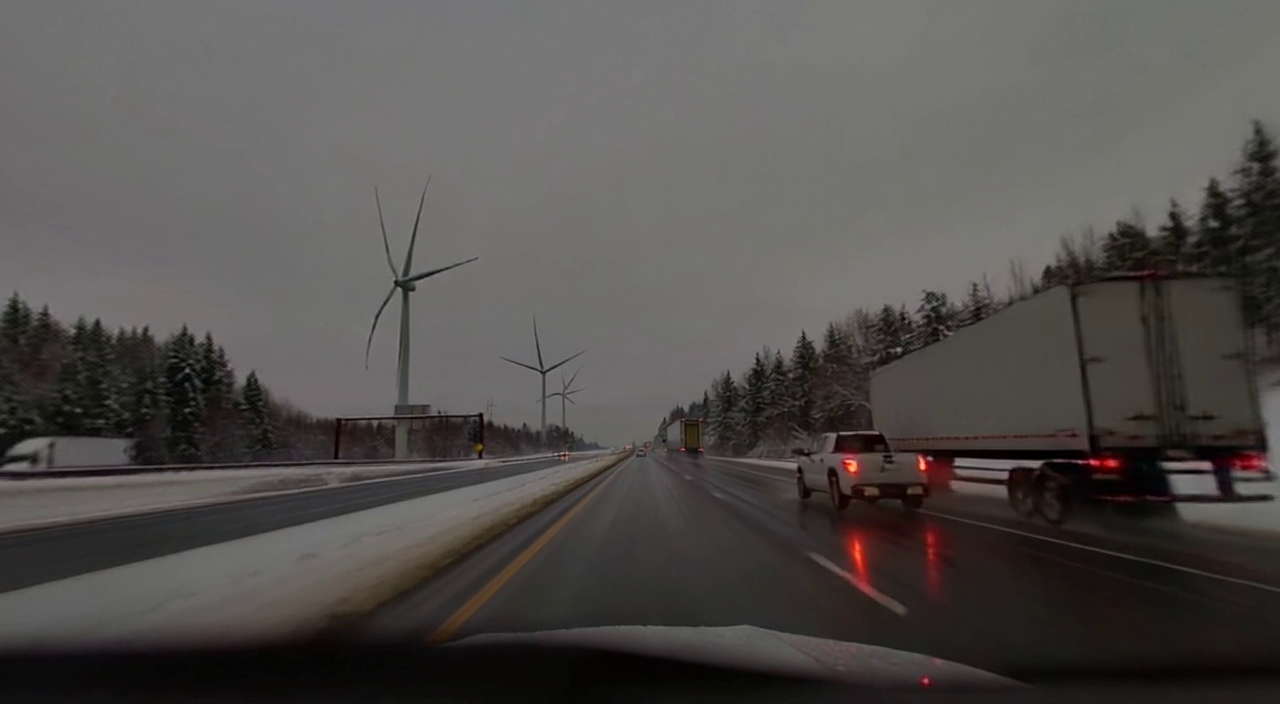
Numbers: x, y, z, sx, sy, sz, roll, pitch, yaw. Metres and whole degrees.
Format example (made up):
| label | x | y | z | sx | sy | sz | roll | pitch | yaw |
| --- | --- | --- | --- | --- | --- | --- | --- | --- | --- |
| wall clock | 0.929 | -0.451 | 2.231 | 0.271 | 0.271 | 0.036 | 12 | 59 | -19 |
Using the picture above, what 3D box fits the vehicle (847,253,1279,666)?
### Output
| label | x | y | z | sx | sy | sz | roll | pitch | yaw |
| --- | --- | --- | --- | --- | --- | --- | --- | --- | --- |
| vehicle | 4.522 | 1.053 | 6.787 | 2.609 | 2.648 | 5.397 | 0 | -9 | -1 |
